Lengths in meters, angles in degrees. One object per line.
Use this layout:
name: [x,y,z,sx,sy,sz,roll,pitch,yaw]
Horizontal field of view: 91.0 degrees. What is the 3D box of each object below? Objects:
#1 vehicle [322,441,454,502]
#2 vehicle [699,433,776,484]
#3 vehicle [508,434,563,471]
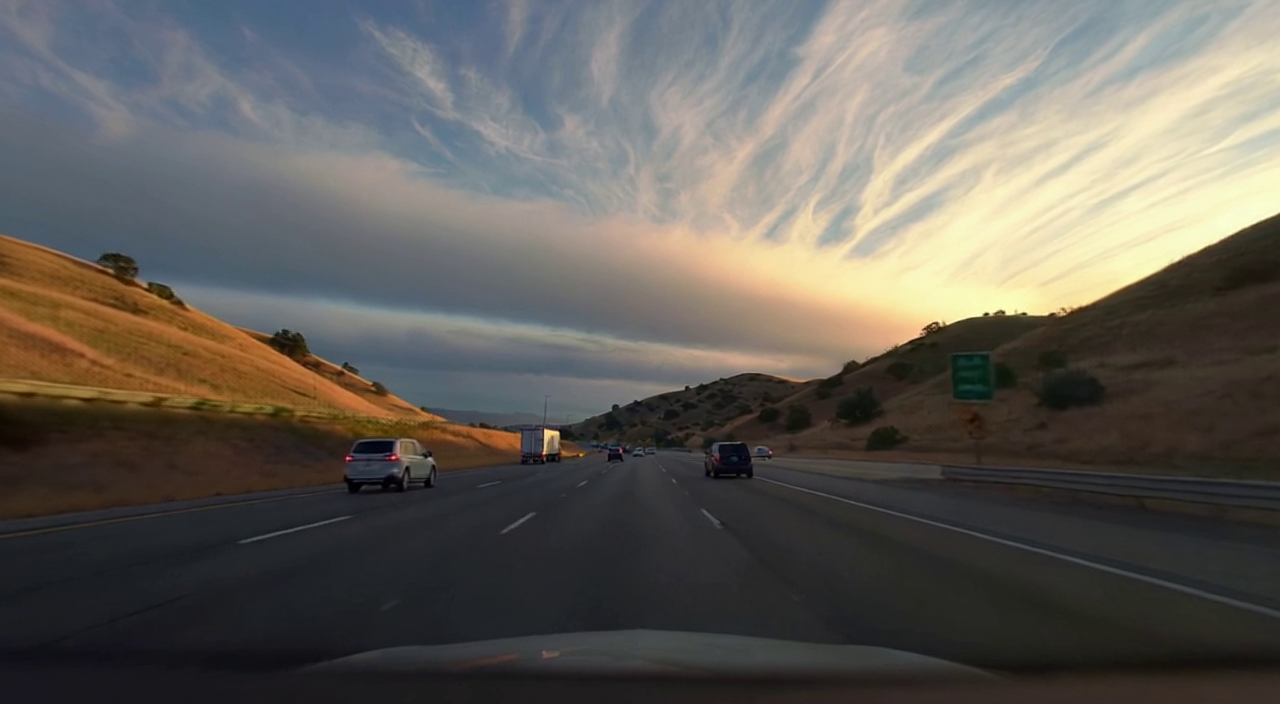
vehicle: [-7.189,3.454,18.646,1.935,1.550,4.883,0,-9,-1]
vehicle: [3.688,4.157,24.816,2.231,1.789,4.700,0,-9,-1]
vehicle: [-7.699,7.538,47.412,2.937,2.509,7.090,0,-9,0]
